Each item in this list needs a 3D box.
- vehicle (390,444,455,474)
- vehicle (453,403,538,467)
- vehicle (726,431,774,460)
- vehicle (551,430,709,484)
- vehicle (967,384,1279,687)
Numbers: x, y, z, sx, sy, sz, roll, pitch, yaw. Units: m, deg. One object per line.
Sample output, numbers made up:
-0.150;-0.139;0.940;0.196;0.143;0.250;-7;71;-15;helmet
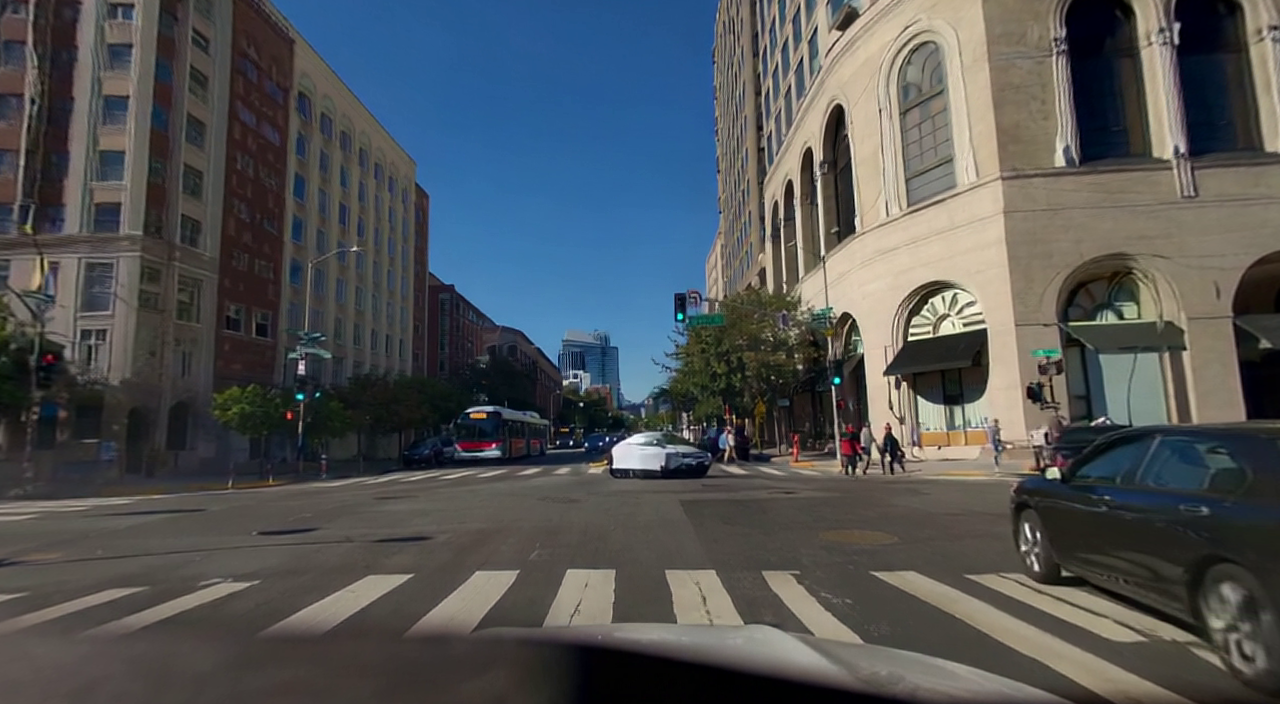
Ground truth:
-11.919;5.845;34.811;1.998;1.505;4.405;0;-8;0;vehicle
-8.674;5.245;39.369;2.916;3.427;10.189;0;-8;0;vehicle
6.273;5.386;36.382;1.926;1.574;3.961;0;-8;-2;vehicle
-0.480;3.291;20.125;2.050;1.465;5.388;7;-11;-40;vehicle
4.447;1.189;5.110;2.006;1.495;4.271;-2;-8;11;vehicle
